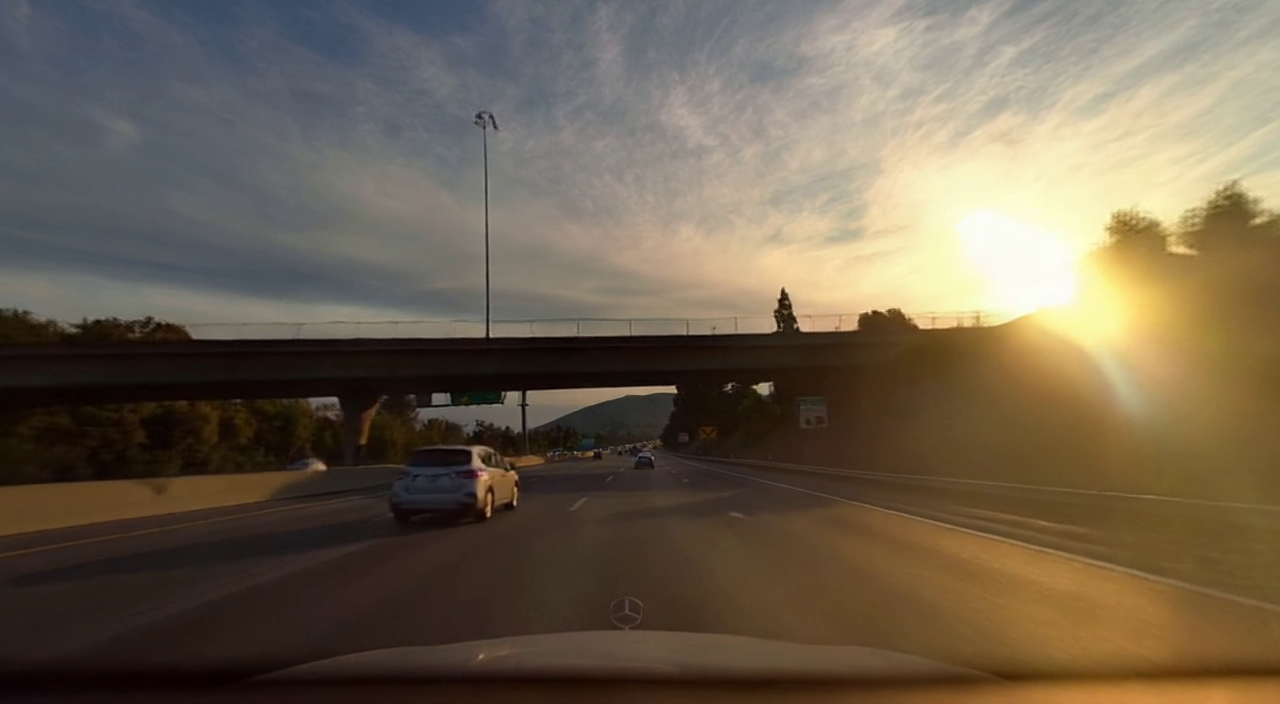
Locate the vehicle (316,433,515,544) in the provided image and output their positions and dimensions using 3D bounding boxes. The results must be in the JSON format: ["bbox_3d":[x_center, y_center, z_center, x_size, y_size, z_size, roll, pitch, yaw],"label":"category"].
[{"bbox_3d":[-3.846,2.420,11.810,2.055,1.665,4.373,0,-9,1],"label":"vehicle"}]

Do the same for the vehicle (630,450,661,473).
[{"bbox_3d":[0.415,7.775,45.004,2.113,1.537,4.208,0,-9,0],"label":"vehicle"}]
